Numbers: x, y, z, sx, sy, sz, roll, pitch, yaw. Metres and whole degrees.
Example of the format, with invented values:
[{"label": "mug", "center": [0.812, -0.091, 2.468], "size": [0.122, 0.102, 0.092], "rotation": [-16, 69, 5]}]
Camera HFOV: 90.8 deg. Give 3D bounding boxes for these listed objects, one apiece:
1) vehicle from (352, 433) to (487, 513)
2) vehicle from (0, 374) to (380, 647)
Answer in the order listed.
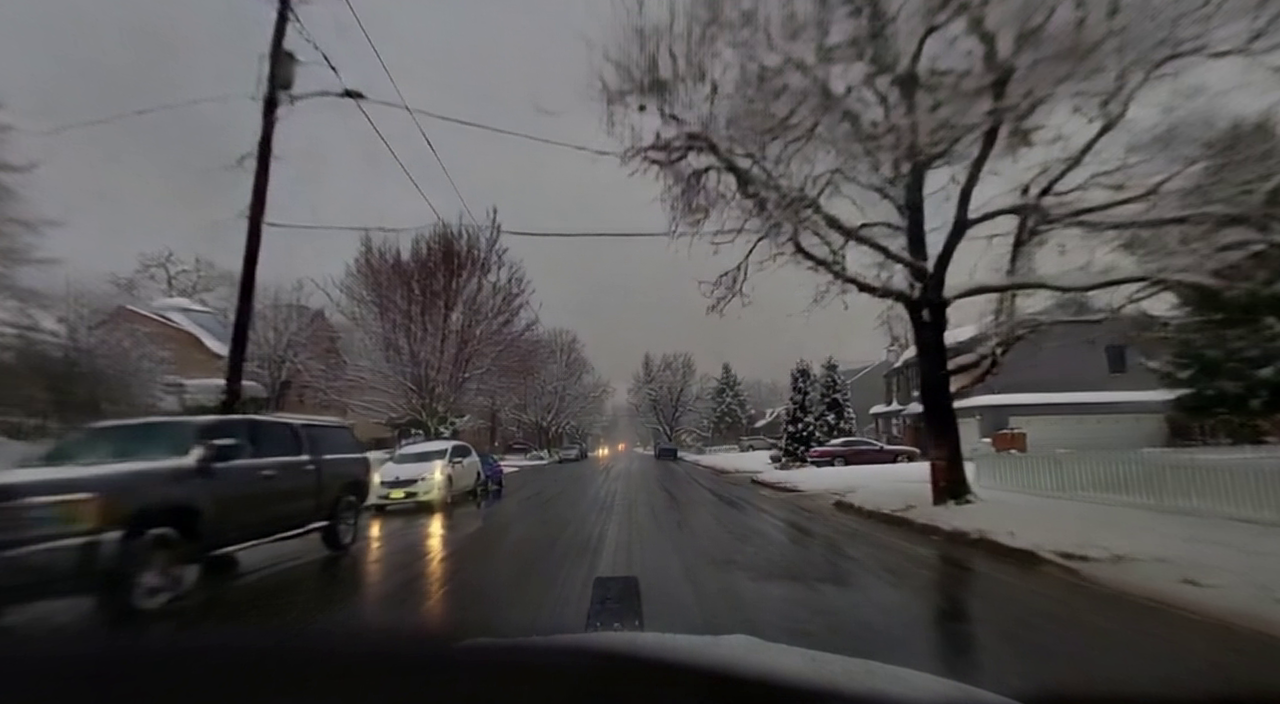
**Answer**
[{"label": "vehicle", "center": [-5.956, 3.305, 17.856], "size": [2.015, 1.766, 5.450], "rotation": [-3, -8, -2]}, {"label": "vehicle", "center": [-5.585, 1.686, 7.679], "size": [2.411, 1.979, 5.915], "rotation": [-5, -8, -1]}]
